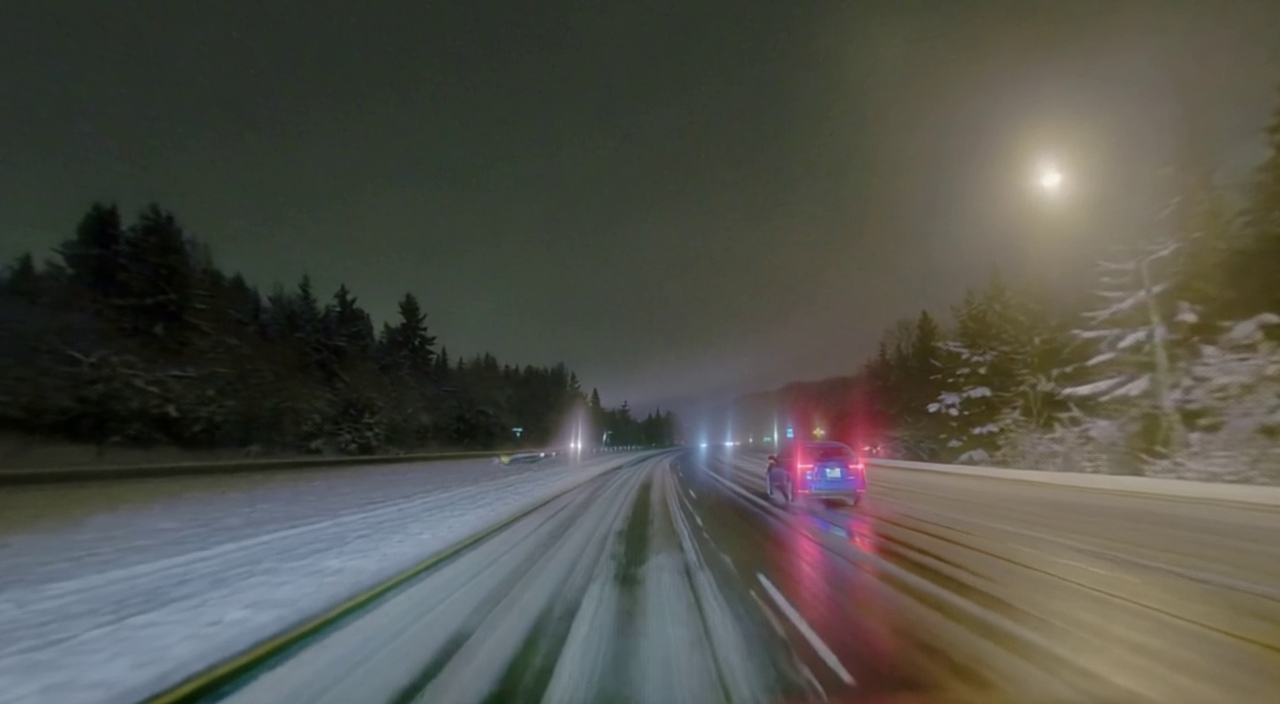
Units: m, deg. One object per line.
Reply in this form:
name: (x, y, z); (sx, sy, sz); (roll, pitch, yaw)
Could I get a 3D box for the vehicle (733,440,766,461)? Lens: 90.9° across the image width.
vehicle: (8.272, 7.494, 47.942); (1.924, 1.479, 4.054); (-1, -8, 2)

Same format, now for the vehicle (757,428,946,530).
vehicle: (3.682, 2.292, 11.984); (2.050, 1.546, 4.344); (0, -8, 0)
